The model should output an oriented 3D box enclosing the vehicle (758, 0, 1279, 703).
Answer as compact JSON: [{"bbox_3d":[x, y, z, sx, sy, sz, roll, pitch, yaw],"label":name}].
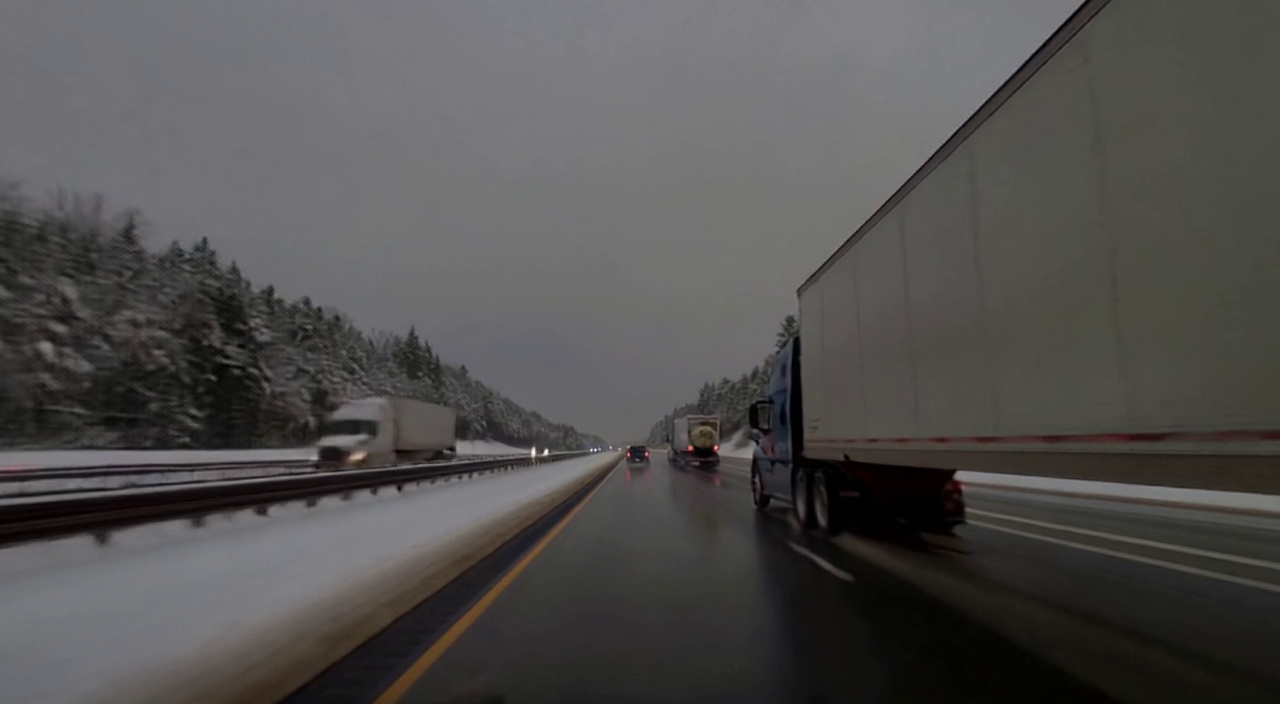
[{"bbox_3d":[3.771,-0.074,4.177,2.883,4.057,14.579,0,-9,-1],"label":"vehicle"}]

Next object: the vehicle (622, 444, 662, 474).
[{"bbox_3d":[0.078,5.754,34.066,2.051,1.513,4.511,0,-9,-1],"label":"vehicle"}]

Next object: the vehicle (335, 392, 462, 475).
[{"bbox_3d":[-13.116,4.733,35.609,2.934,4.014,10.387,0,-9,0],"label":"vehicle"}]

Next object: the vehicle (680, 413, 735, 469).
[{"bbox_3d":[4.184,5.707,40.248,2.684,3.263,5.865,0,-9,-2],"label":"vehicle"}]
